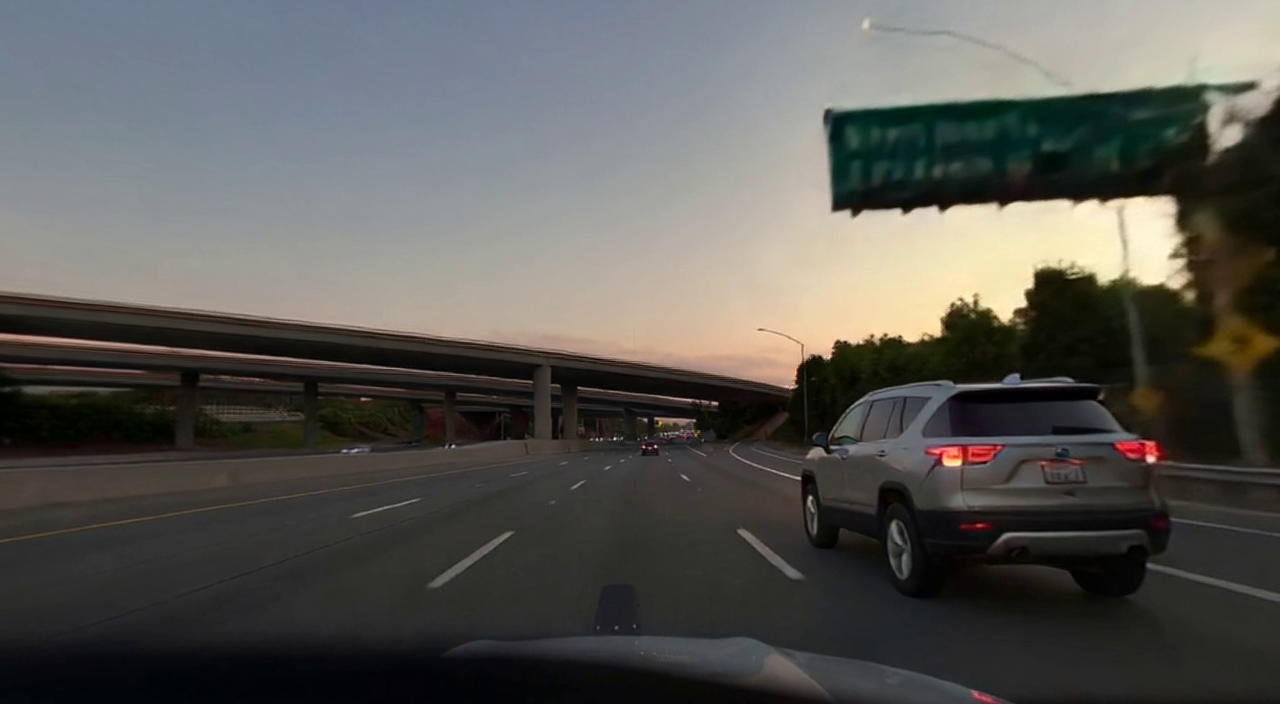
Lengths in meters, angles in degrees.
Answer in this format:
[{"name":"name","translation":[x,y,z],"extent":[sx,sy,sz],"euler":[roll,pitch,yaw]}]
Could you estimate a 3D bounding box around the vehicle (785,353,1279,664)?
[{"name":"vehicle","translation":[3.221,1.304,6.479],"extent":[2.155,1.918,4.945],"euler":[0,-8,-2]}]
